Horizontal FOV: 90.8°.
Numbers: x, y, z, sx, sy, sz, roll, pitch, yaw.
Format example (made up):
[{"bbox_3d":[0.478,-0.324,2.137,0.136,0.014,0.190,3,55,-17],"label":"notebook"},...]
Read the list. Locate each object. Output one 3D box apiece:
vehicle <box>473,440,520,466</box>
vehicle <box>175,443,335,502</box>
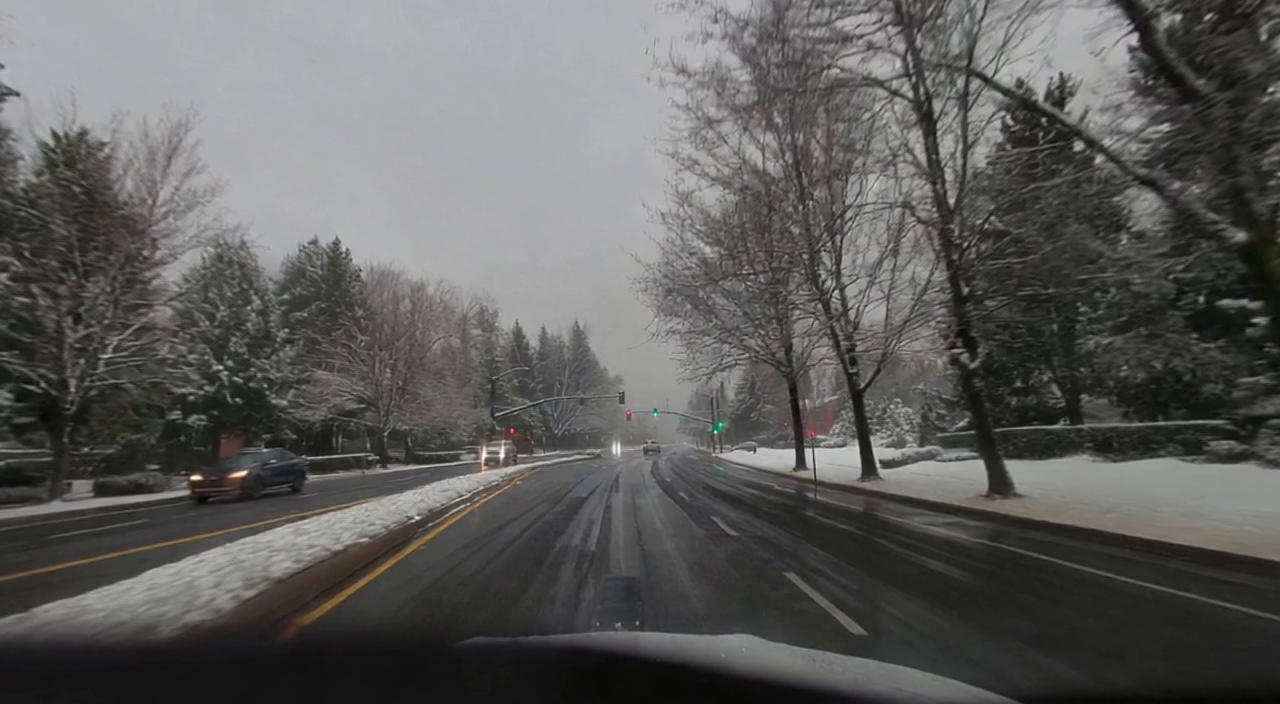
[{"bbox_3d":[-11.240,7.931,49.856,2.174,1.855,5.452,-1,-9,3],"label":"vehicle"},{"bbox_3d":[-11.599,3.626,19.522,1.948,1.558,4.672,-1,-9,1],"label":"vehicle"}]
